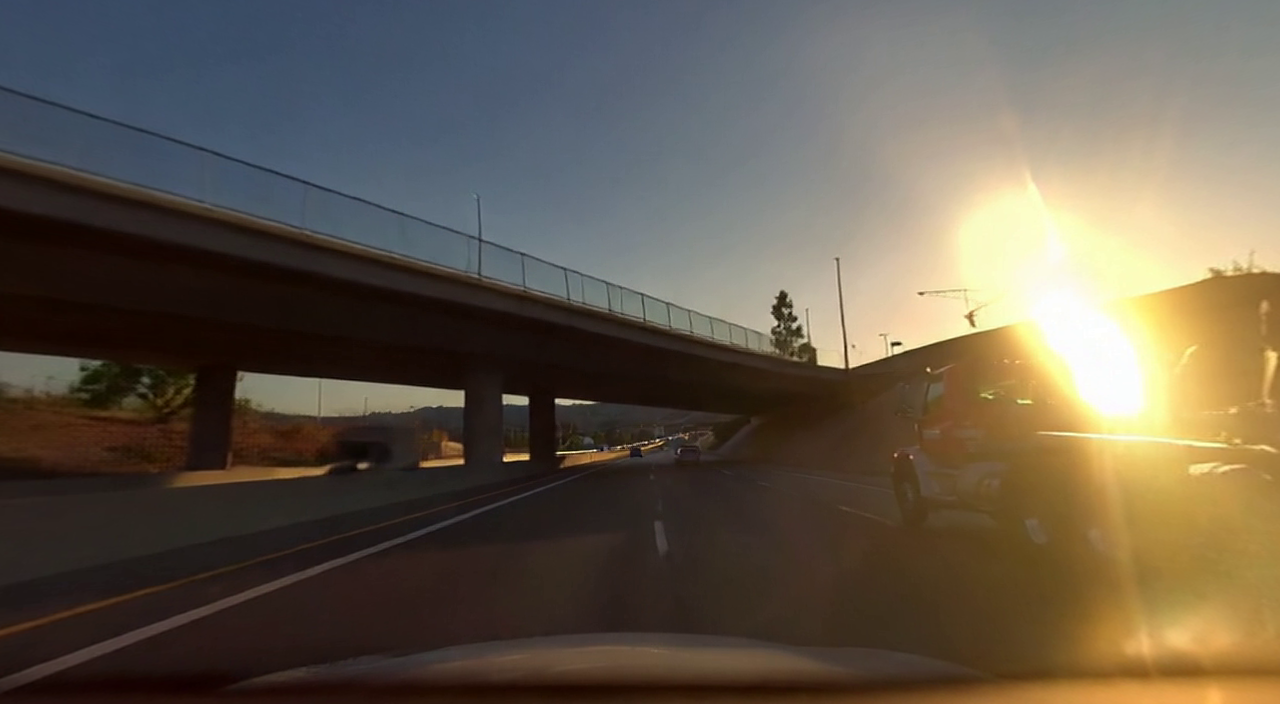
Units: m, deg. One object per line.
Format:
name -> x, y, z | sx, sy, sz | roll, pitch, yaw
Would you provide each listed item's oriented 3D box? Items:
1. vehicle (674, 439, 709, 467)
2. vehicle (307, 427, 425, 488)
vehicle -> 3.921, 7.810, 48.710 | 2.309, 2.003, 5.139 | 0, -9, 0
vehicle -> -13.445, 5.267, 31.742 | 2.615, 2.693, 7.166 | -1, -9, 1
